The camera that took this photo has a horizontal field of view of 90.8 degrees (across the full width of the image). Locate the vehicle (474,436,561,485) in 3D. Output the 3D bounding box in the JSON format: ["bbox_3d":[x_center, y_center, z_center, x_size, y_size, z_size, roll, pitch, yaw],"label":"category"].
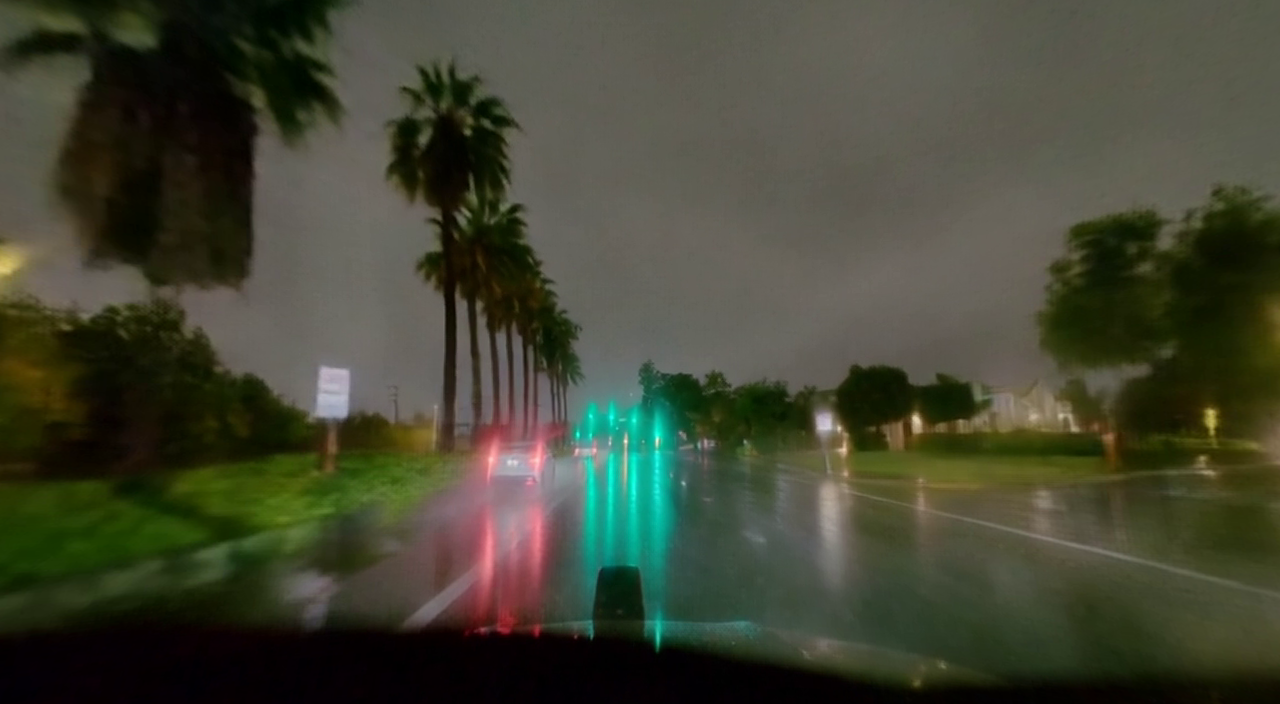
[{"bbox_3d":[-4.004,3.623,21.463,2.108,1.475,4.555,0,-8,-1],"label":"vehicle"}]
